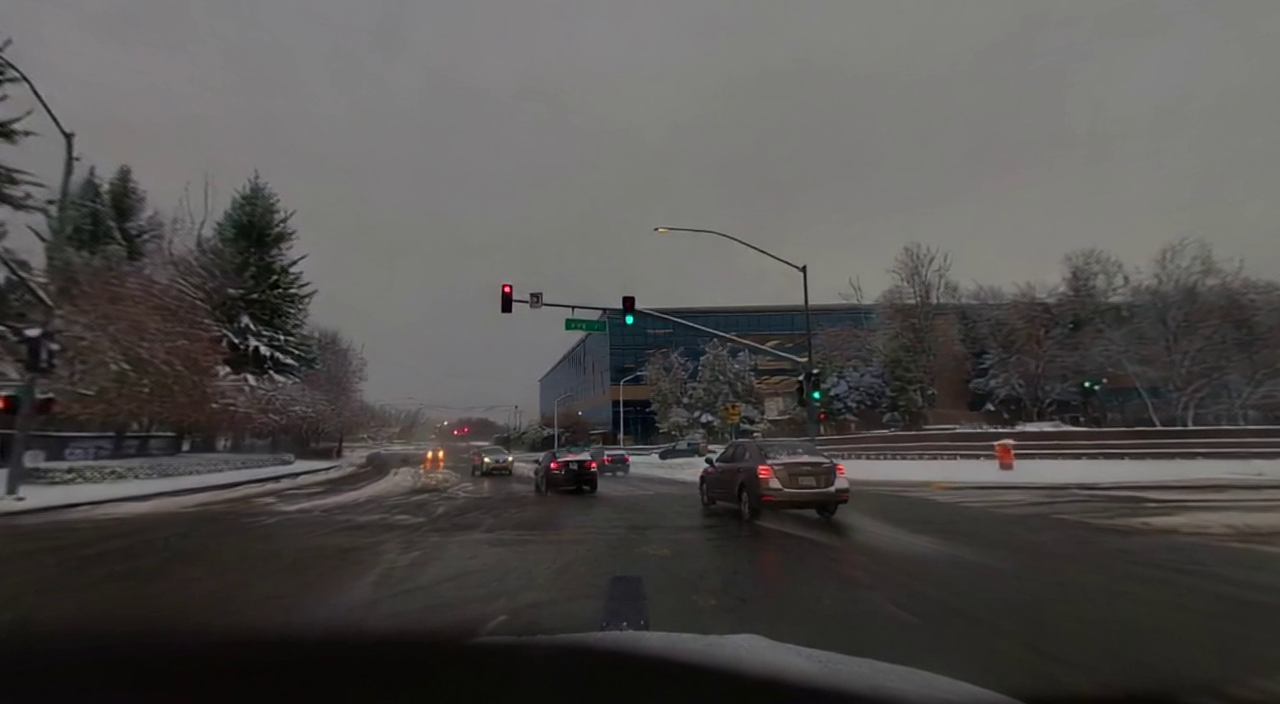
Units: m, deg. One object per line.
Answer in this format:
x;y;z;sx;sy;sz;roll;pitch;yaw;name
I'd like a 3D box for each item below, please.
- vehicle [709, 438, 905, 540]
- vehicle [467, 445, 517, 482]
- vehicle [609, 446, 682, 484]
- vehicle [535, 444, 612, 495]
2.748;2.368;11.651;1.984;1.476;4.488;1;-9;-6;vehicle
-6.874;5.133;29.229;2.012;1.492;4.079;3;-8;-13;vehicle
0.119;4.793;27.204;1.957;1.463;4.701;2;-9;-15;vehicle
-2.459;4.016;22.080;2.308;1.535;4.811;2;-9;-10;vehicle
